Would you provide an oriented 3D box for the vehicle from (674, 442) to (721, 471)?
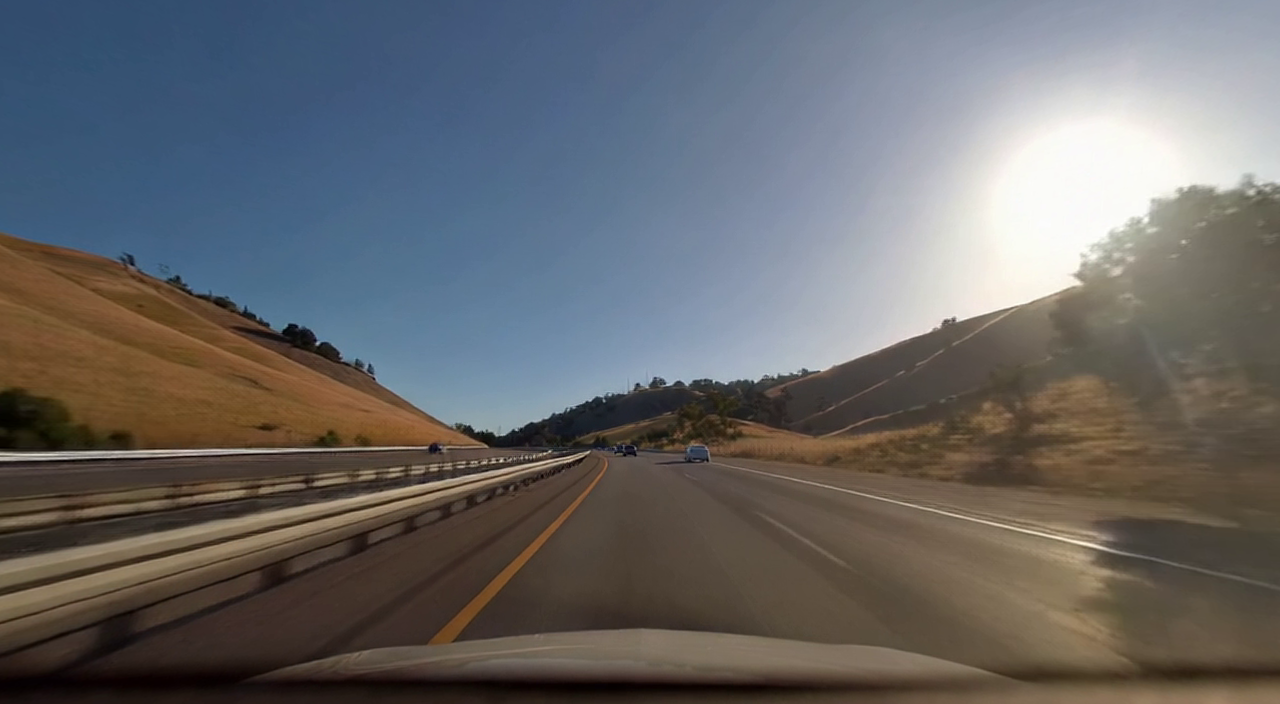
[{"bbox_3d":[3.167,5.890,35.694,1.960,1.516,4.657,0,-8,-3],"label":"vehicle"}]
